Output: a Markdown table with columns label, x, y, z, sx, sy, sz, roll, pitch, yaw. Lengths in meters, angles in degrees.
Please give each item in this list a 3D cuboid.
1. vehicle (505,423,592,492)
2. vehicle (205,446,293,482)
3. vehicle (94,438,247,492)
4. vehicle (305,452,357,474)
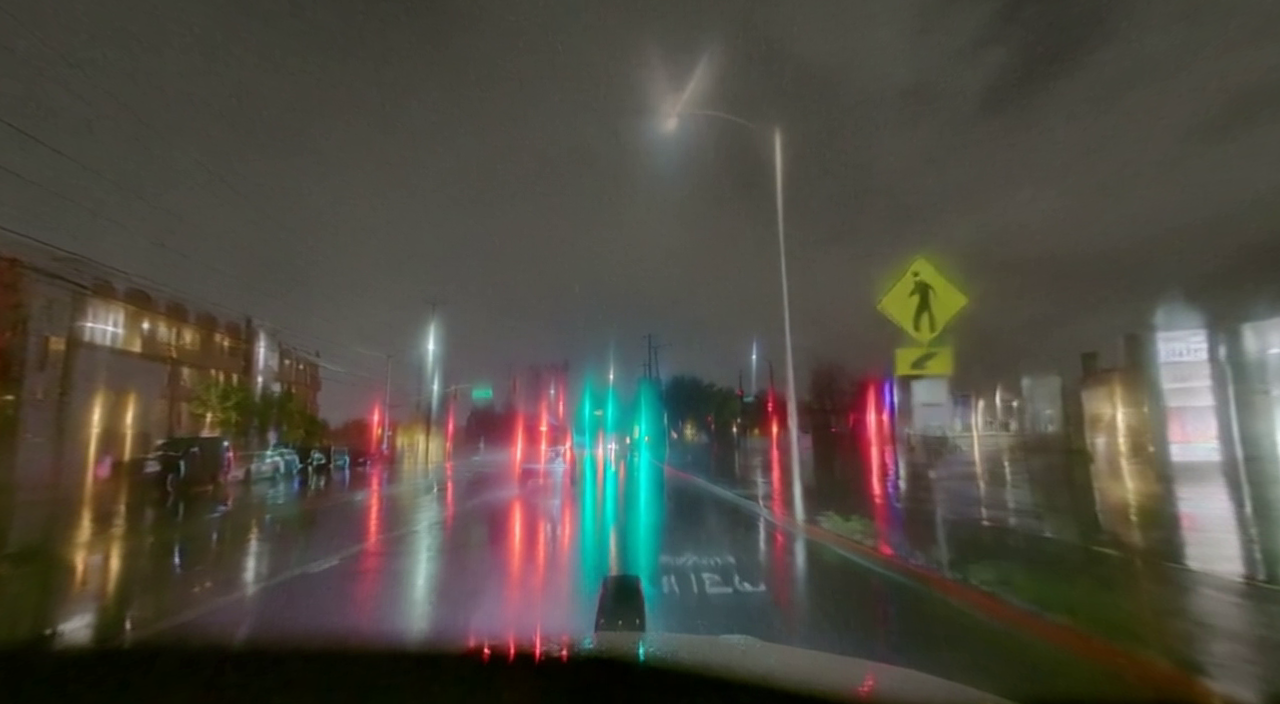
| label | x | y | z | sx | sy | sz | roll | pitch | yaw |
| --- | --- | --- | --- | --- | --- | --- | --- | --- | --- |
| vehicle | -2.522 | 3.033 | 18.399 | 2.022 | 1.757 | 4.041 | 0 | -8 | -2 |
| vehicle | -21.500 | 6.138 | 35.031 | 2.015 | 1.815 | 4.856 | 0 | -8 | -4 |
| vehicle | -21.352 | 5.129 | 29.281 | 2.369 | 2.159 | 6.388 | 0 | -8 | -2 |
| vehicle | -22.209 | 7.961 | 45.620 | 1.790 | 1.415 | 4.450 | 0 | -8 | -4 |
